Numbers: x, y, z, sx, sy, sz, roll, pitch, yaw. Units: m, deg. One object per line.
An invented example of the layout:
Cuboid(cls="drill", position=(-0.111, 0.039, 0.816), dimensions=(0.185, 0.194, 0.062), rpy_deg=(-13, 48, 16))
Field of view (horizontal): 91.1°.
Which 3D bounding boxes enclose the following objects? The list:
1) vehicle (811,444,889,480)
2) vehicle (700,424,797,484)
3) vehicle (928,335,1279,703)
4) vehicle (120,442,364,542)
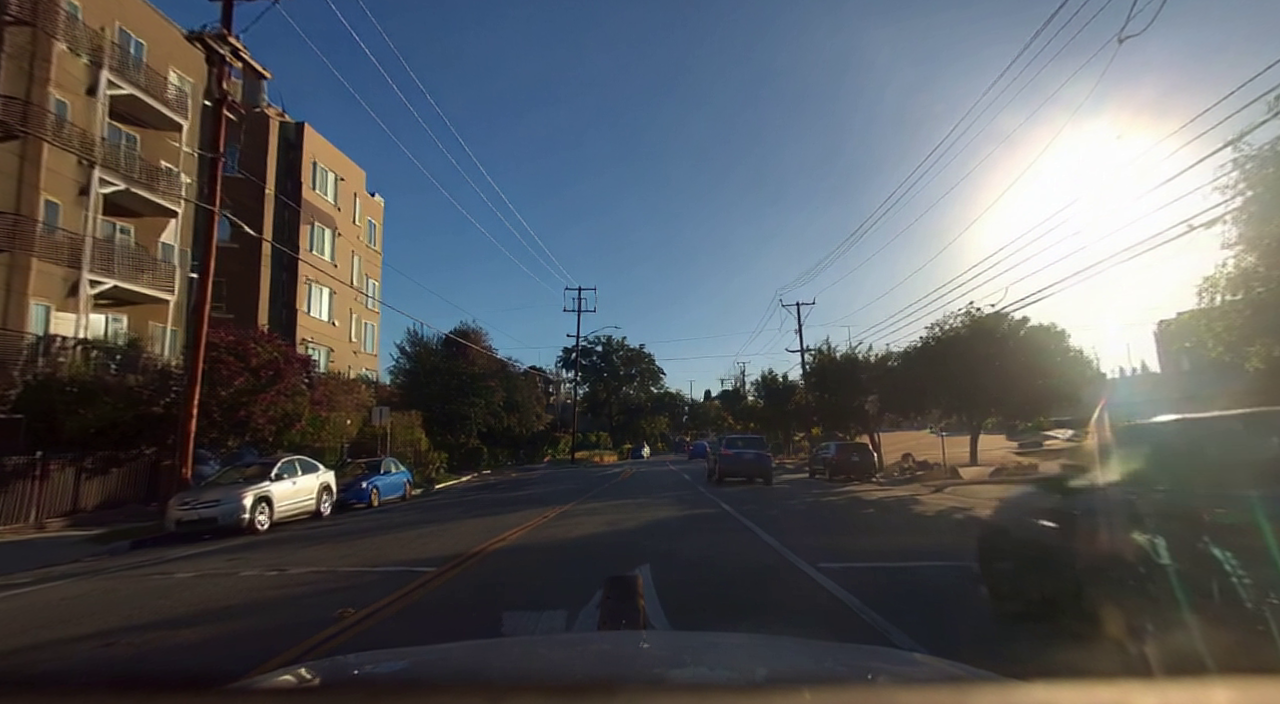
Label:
Cuboid(cls="vehicle", position=(9.418, 4.950, 28.602), dimensions=(1.935, 1.478, 4.711), rpy_deg=(0, -8, 0))
Cuboid(cls="vehicle", position=(3.601, 3.541, 21.970), dimensions=(2.368, 1.840, 4.896), rpy_deg=(0, -8, -2))
Cuboid(cls="vehicle", position=(3.520, 0.865, 2.727), dimensions=(2.306, 1.719, 4.805), rpy_deg=(0, -8, 1))
Cuboid(cls="vehicle", position=(-8.459, 2.960, 14.078), dimensions=(2.381, 1.825, 4.652), rpy_deg=(0, -8, 0))
